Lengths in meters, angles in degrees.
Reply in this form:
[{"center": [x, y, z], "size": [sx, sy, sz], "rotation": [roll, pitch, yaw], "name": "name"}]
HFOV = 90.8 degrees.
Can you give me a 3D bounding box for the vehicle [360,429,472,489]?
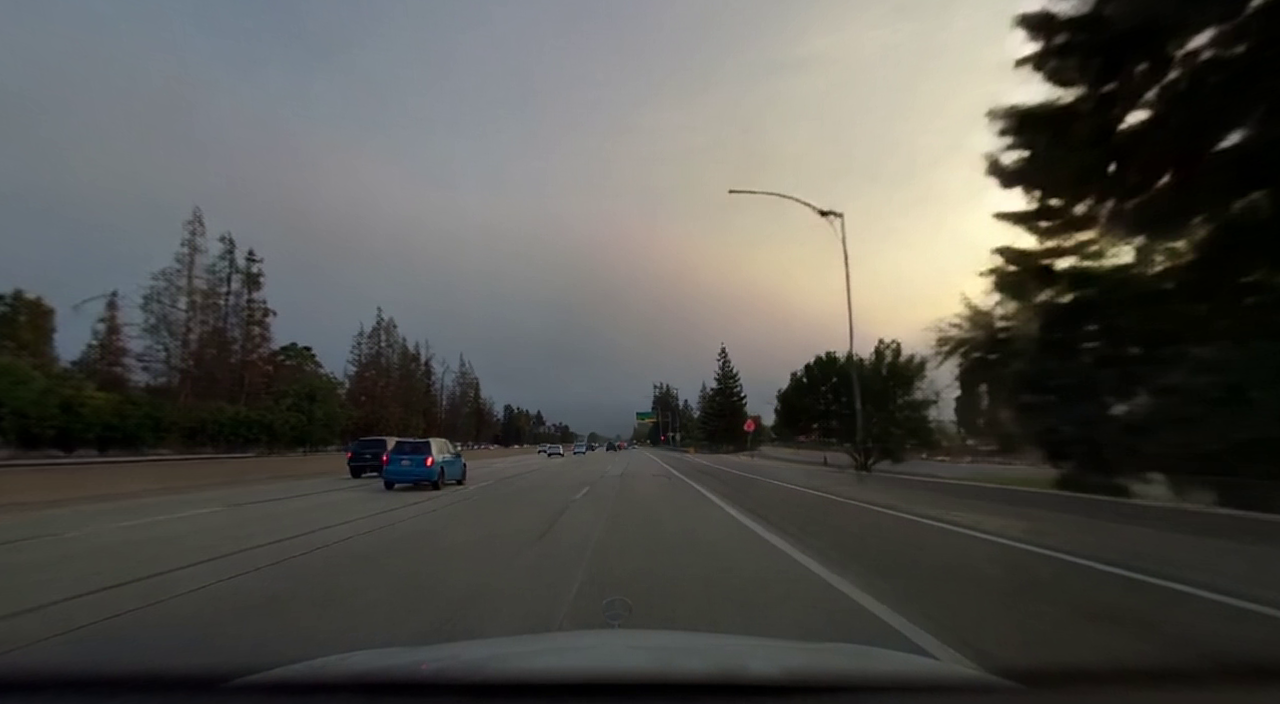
[{"center": [-7.369, 3.578, 21.356], "size": [2.146, 1.766, 4.502], "rotation": [0, -9, 0], "name": "vehicle"}]
